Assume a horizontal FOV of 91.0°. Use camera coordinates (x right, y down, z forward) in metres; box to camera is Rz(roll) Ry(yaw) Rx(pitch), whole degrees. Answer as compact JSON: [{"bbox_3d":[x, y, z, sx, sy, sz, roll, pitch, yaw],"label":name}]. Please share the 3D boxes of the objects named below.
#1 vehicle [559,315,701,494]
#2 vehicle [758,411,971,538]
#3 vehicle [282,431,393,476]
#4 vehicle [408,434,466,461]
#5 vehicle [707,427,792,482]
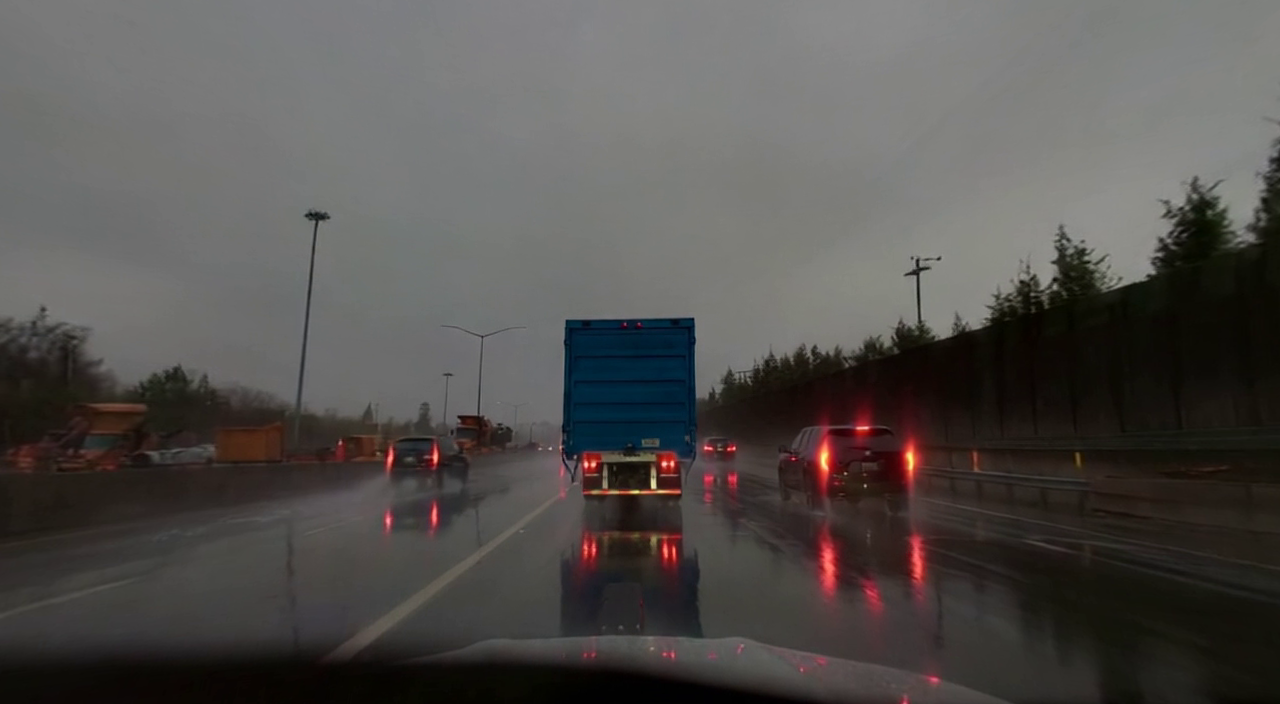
[{"bbox_3d":[-0.175,1.878,18.935,3.067,3.940,10.154,0,-9,0],"label":"vehicle"},{"bbox_3d":[3.486,2.000,10.807,2.103,1.713,4.173,0,-9,0],"label":"vehicle"},{"bbox_3d":[-12.850,4.367,27.169,2.054,1.708,4.663,1,-9,6],"label":"vehicle"},{"bbox_3d":[-12.371,5.855,38.663,1.887,1.511,4.152,-1,-9,5],"label":"vehicle"},{"bbox_3d":[3.673,3.546,21.906,1.998,1.713,4.149,1,-9,-3],"label":"vehicle"}]
